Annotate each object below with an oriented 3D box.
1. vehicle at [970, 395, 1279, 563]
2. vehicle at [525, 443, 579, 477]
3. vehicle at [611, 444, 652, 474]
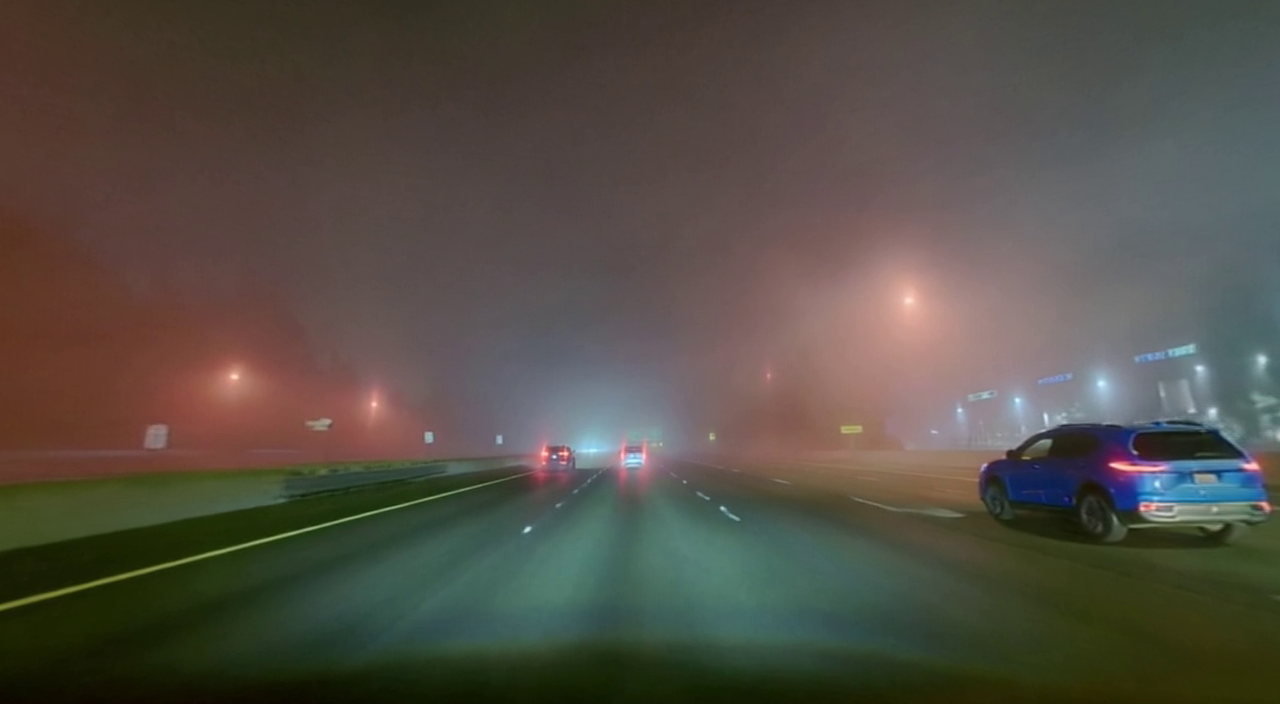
[{"bbox_3d":[7.207,1.728,9.278,2.028,1.801,4.741,0,-9,-1],"label":"vehicle"},{"bbox_3d":[-4.072,5.070,29.975,1.886,1.465,4.625,0,-8,0],"label":"vehicle"},{"bbox_3d":[-0.470,5.543,32.974,1.997,1.485,4.094,0,-9,-2],"label":"vehicle"}]
